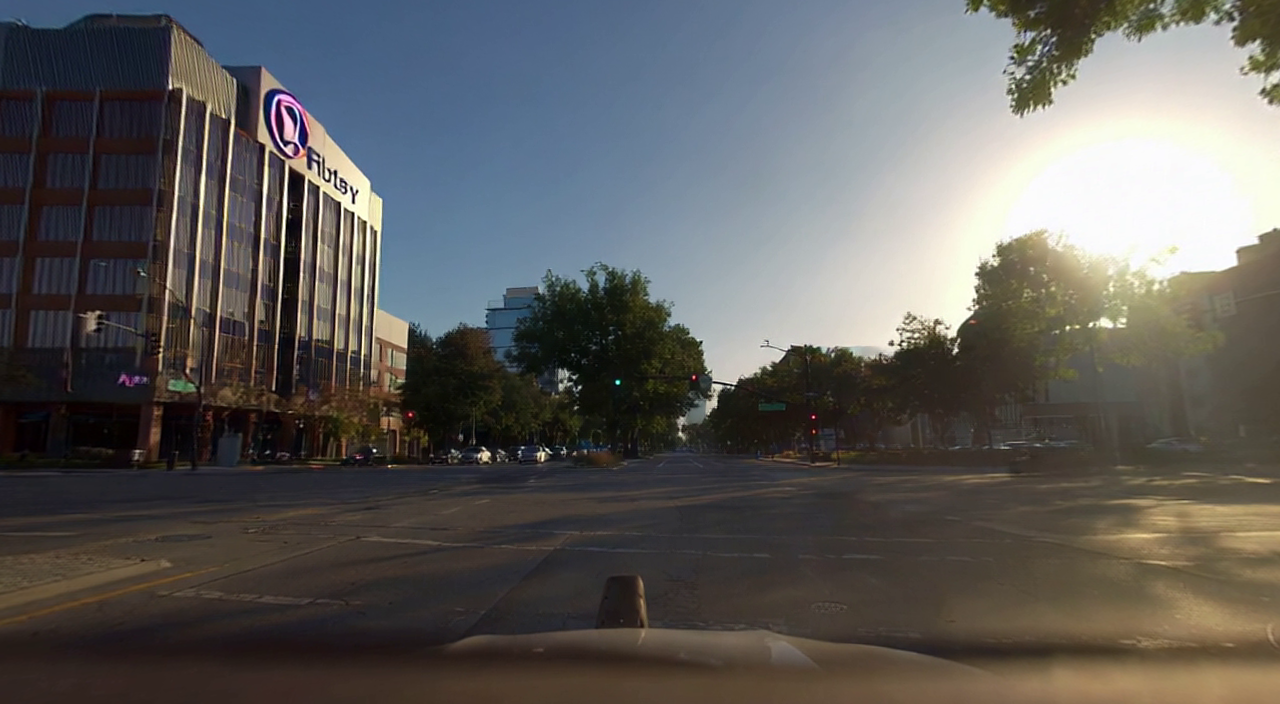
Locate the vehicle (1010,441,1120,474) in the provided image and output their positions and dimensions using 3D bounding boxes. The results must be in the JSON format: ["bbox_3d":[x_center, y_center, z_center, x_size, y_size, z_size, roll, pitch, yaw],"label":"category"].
[{"bbox_3d":[23.513,5.843,35.066,4.639,1.699,2.030,0,-9,-3],"label":"vehicle"}]
